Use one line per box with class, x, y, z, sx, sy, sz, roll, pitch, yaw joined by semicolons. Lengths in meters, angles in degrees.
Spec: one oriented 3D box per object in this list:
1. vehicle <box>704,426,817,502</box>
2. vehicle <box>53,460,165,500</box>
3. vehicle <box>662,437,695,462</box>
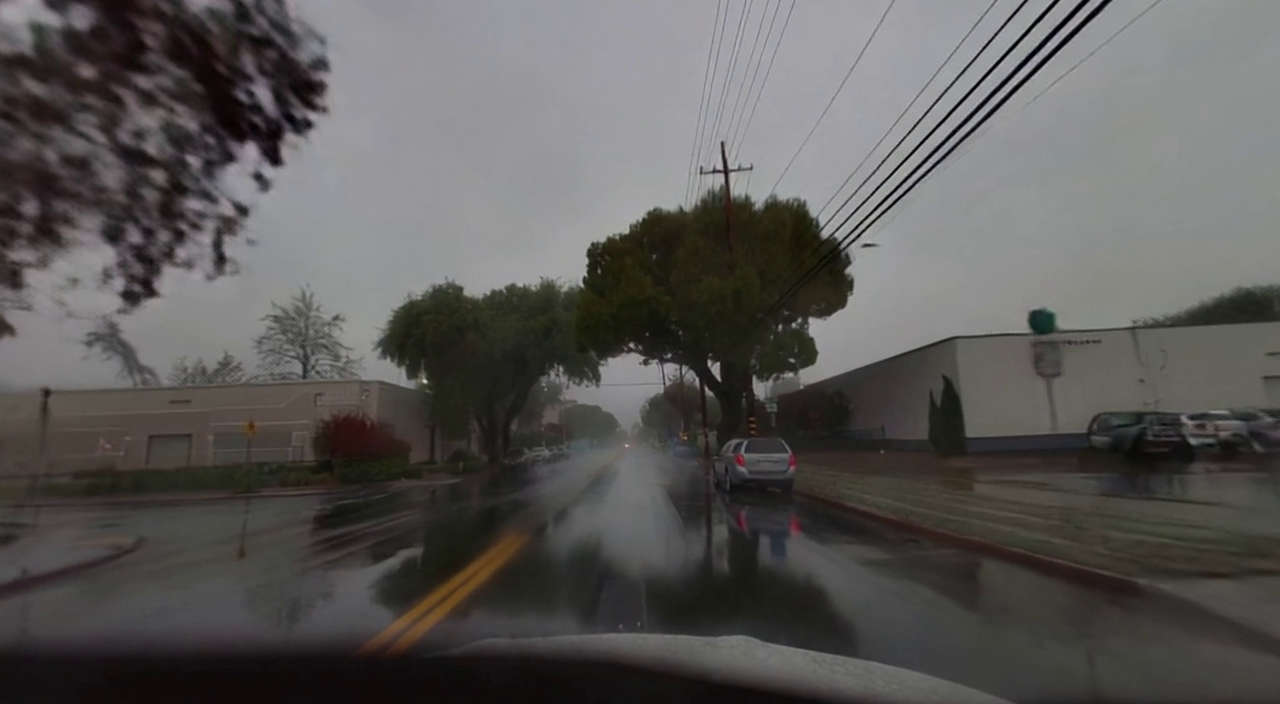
vehicle;3.170;3.080;17.859;2.138;1.820;5.218;0;-8;0
vehicle;-25.837;6.211;30.971;1.803;1.469;4.240;-2;-6;1
vehicle;2.977;7.620;49.449;2.120;1.869;4.773;0;-8;-2
